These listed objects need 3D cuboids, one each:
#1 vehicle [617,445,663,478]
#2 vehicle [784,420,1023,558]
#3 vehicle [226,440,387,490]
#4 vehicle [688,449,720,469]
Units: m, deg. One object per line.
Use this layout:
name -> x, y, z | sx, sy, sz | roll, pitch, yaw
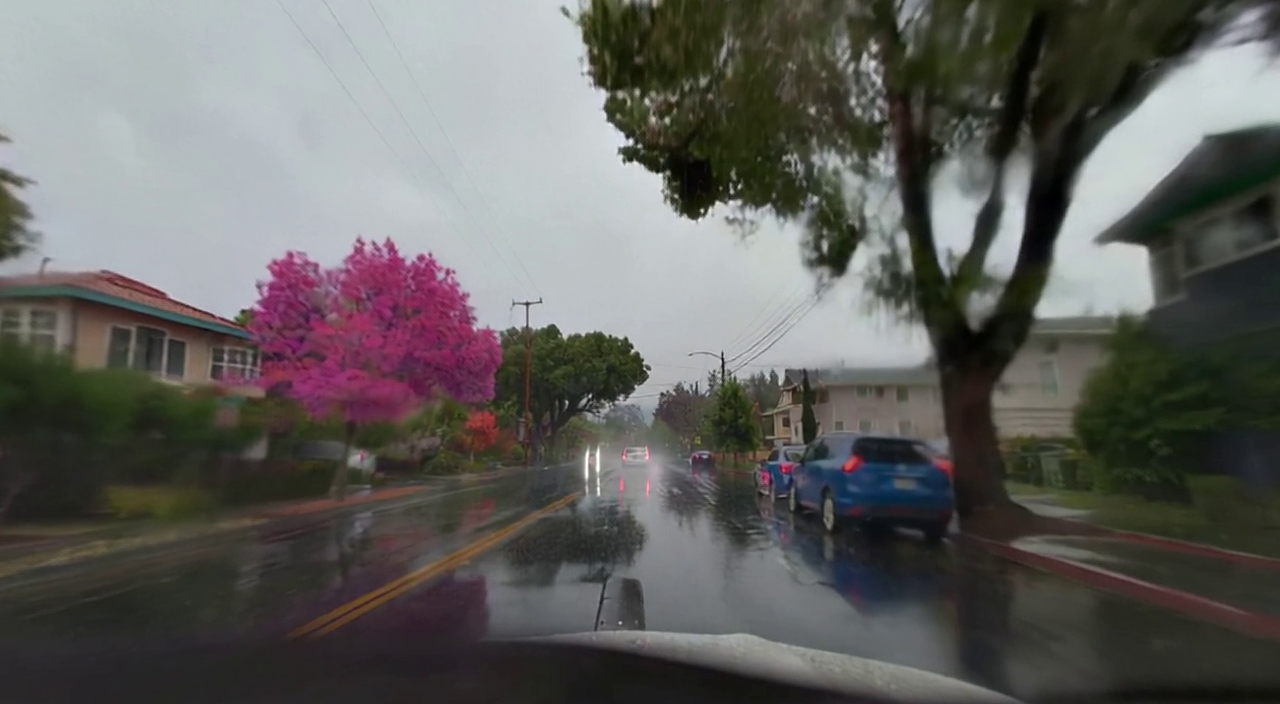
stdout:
vehicle -> 0.031, 5.315, 30.929 | 2.104, 1.500, 3.815 | 0, -9, 1
vehicle -> 4.139, 2.231, 11.079 | 2.100, 1.830, 5.040 | 0, -9, 1
vehicle -> -15.422, 5.301, 29.414 | 6.278, 1.911, 2.173 | -3, -10, -1
vehicle -> 4.971, 8.411, 49.637 | 1.977, 1.481, 5.155 | 0, -9, 0
